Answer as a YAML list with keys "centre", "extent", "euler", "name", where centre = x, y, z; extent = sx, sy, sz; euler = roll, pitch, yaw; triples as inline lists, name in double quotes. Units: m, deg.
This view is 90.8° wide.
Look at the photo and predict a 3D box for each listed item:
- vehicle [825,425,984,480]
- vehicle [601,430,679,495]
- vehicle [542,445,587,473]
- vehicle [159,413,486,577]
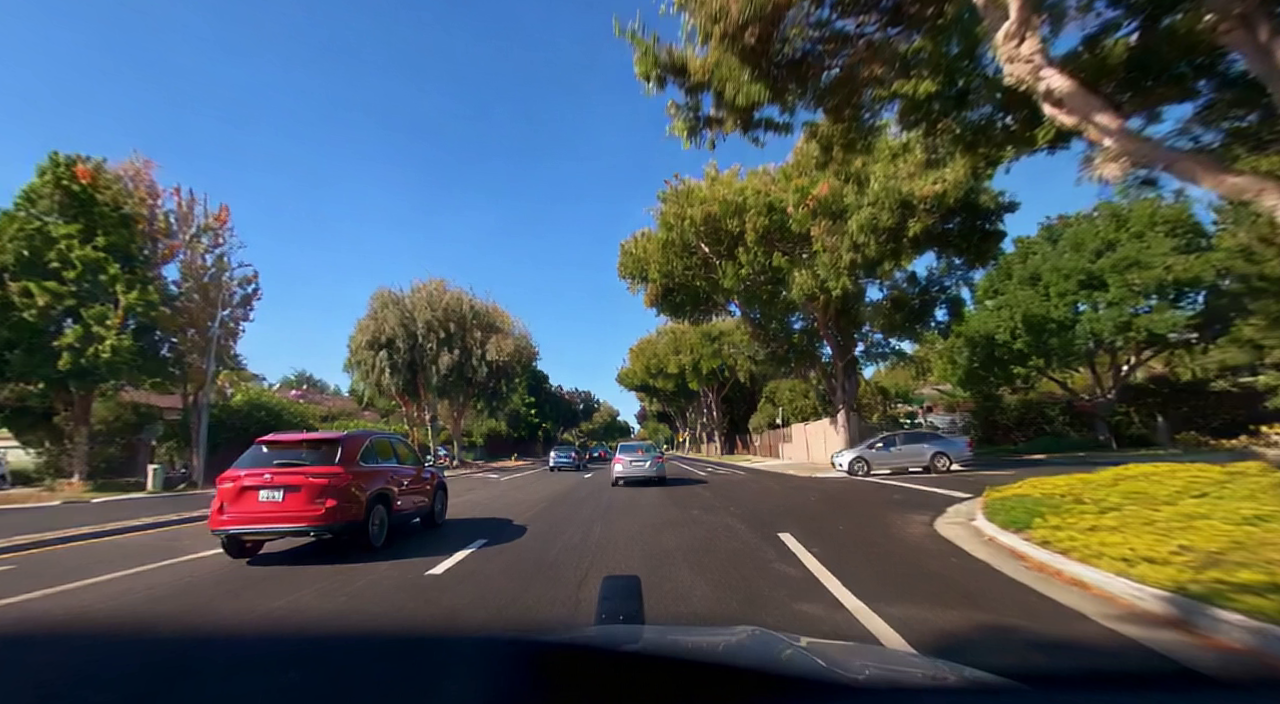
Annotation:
- centre: [8.902, 3.420, 21.610]
  extent: [4.497, 1.743, 1.983]
  euler: [0, -8, 1]
  name: "vehicle"
- centre: [-0.012, 3.361, 19.619]
  extent: [2.131, 1.761, 4.242]
  euler: [0, -8, 0]
  name: "vehicle"
- centre: [-4.252, 6.118, 36.305]
  extent: [2.014, 1.493, 4.658]
  euler: [0, -8, 0]
  name: "vehicle"
- centre: [-3.951, 1.867, 9.097]
  extent: [2.243, 1.722, 4.621]
  euler: [0, -8, 1]
  name: "vehicle"
